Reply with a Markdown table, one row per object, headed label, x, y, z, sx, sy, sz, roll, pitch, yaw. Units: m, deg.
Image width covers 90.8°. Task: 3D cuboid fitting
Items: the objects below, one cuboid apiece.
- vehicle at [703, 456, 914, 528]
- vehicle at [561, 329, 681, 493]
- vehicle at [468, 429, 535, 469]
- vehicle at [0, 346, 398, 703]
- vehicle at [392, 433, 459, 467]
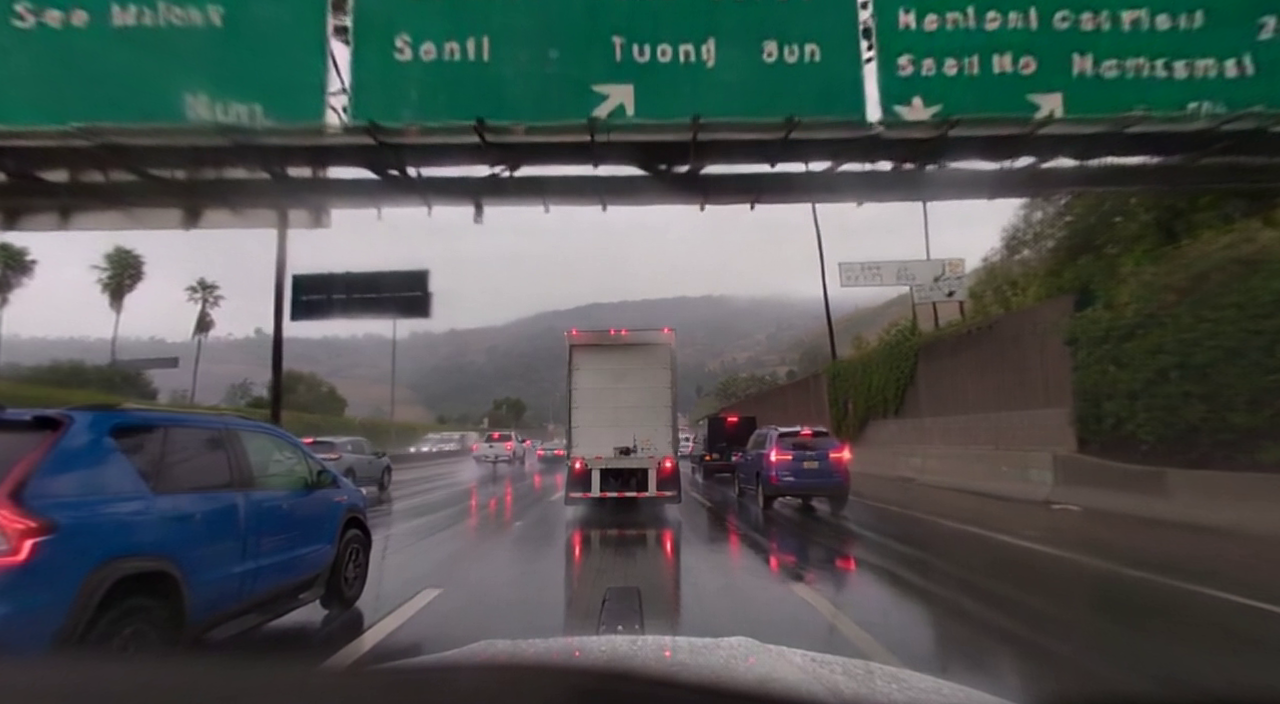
| label | x | y | z | sx | sy | sz | roll | pitch | yaw |
| --- | --- | --- | --- | --- | --- | --- | --- | --- | --- |
| vehicle | 2.949 | 2.678 | 12.832 | 2.635 | 1.036 | 5.568 | 0 | -9 | -2 |
| vehicle | -0.460 | 2.225 | 20.897 | 2.906 | 4.040 | 10.743 | 0 | -9 | 0 |
| vehicle | -7.284 | 5.190 | 33.962 | 2.344 | 1.954 | 5.579 | 0 | -9 | 0 |
| vehicle | -3.218 | 1.063 | 3.819 | 1.885 | 1.654 | 4.103 | 0 | -9 | 0 |
| vehicle | -15.758 | 7.274 | 46.870 | 2.716 | 2.322 | 6.333 | 0 | -9 | 0 |
